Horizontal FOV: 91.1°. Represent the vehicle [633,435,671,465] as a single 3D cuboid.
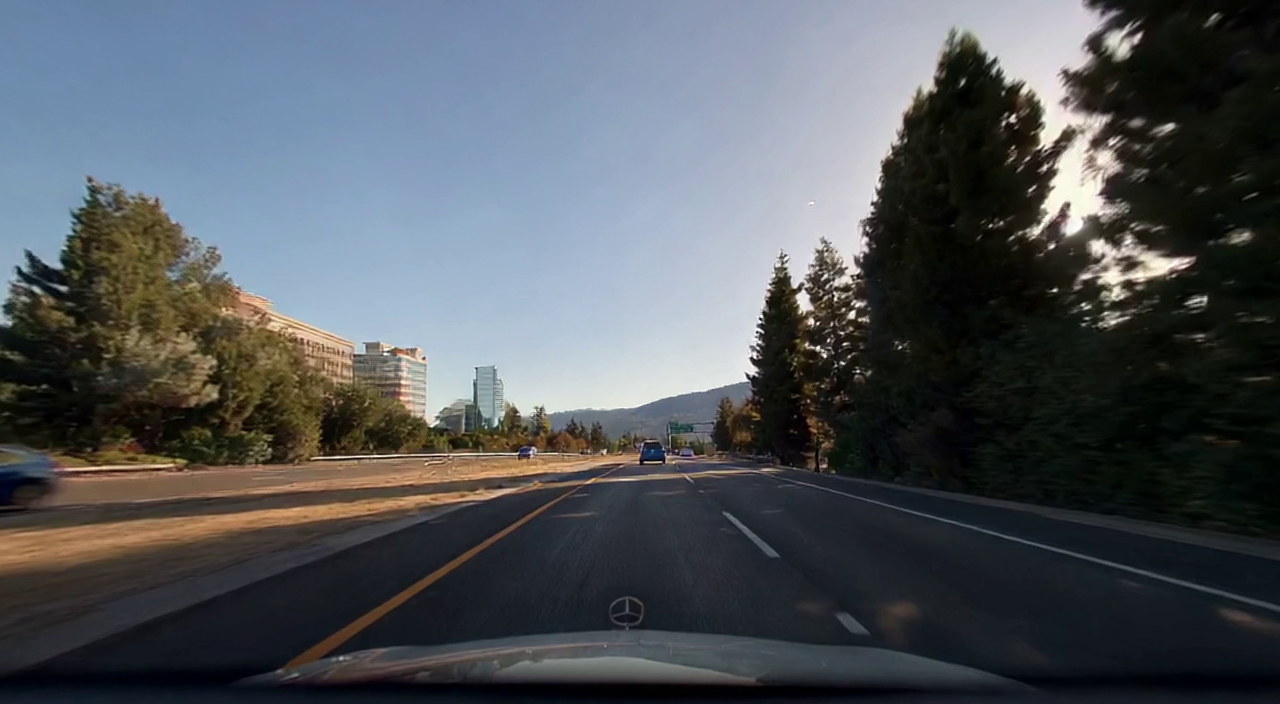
[{"bbox_3d":[0.981,7.345,47.046,2.546,2.126,5.153,-1,-9,4],"label":"vehicle"}]
